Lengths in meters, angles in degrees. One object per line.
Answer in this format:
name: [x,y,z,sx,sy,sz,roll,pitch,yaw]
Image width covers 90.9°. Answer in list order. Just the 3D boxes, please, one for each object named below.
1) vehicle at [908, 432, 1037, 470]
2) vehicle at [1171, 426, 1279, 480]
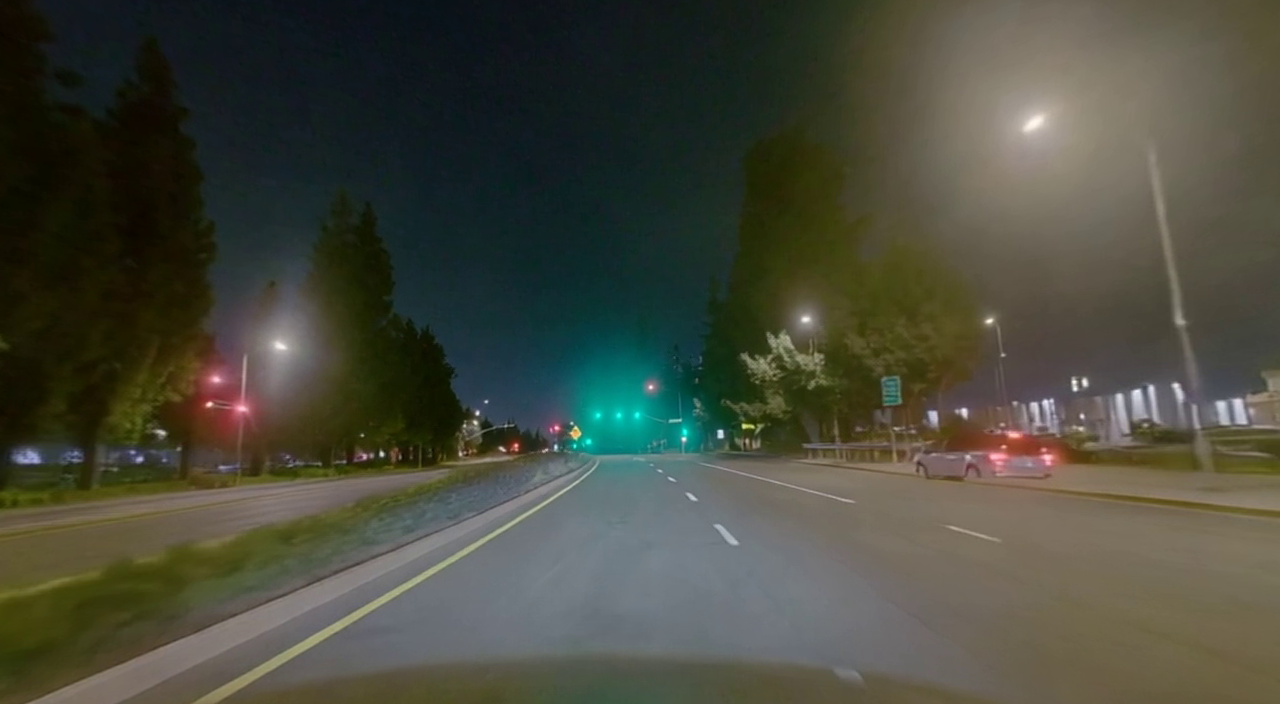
vehicle: [15.785,4.703,30.118,4.982,1.441,1.951,-3,-8,-2]
vehicle: [18.496,2.925,18.346,4.244,1.448,1.960,0,-8,1]
